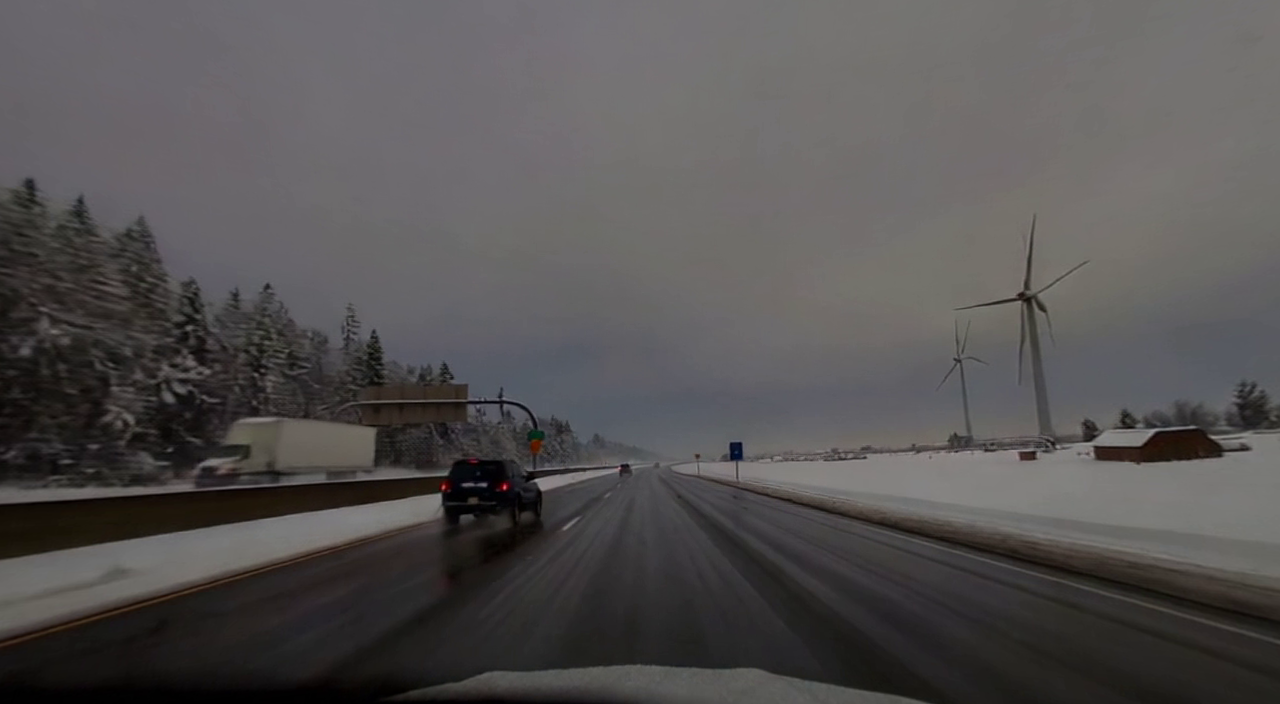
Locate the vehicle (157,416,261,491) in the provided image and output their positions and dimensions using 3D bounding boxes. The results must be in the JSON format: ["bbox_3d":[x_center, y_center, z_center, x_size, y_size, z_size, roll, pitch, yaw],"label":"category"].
[{"bbox_3d":[-23.040,5.468,33.846,3.297,3.790,2.689,0,-10,1],"label":"vehicle"}]

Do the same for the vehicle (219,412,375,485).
[{"bbox_3d":[-22.860,6.870,43.628,2.840,4.164,13.969,1,-10,0],"label":"vehicle"}]

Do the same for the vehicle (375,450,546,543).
[{"bbox_3d":[-3.375,2.866,13.024,2.039,1.505,4.843,1,-10,1],"label":"vehicle"}]
